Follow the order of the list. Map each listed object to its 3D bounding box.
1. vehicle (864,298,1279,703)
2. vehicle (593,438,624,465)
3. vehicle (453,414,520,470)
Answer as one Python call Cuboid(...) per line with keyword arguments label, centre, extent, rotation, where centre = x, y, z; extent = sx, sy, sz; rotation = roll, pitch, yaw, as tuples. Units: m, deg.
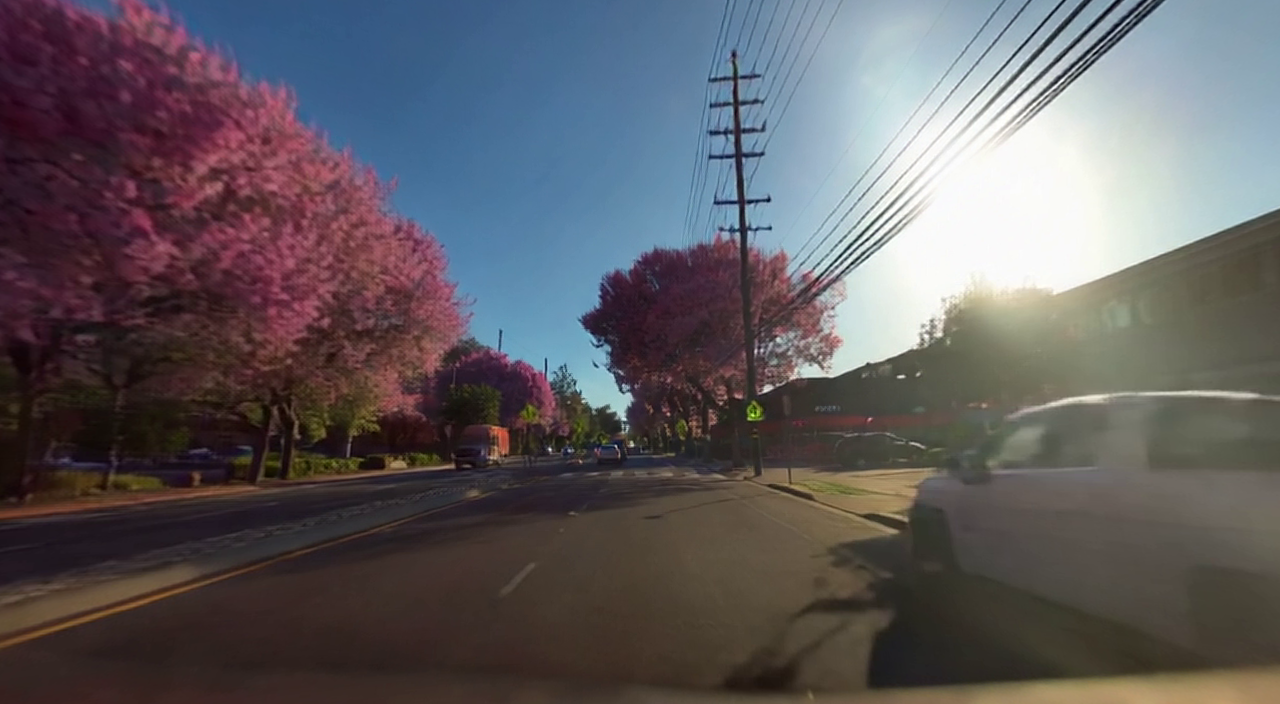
Cuboid(label="vehicle", centre=(3.516, 0.940, 3.567), extent=(2.280, 1.904, 5.779), rotation=(0, -9, -1))
Cuboid(label="vehicle", centre=(-2.355, 7.685, 48.810), extent=(2.202, 1.961, 4.980), rotation=(0, -9, 0))
Cuboid(label="vehicle", centre=(-10.750, 6.447, 45.001), extent=(2.836, 3.663, 7.511), rotation=(0, -9, 1))
